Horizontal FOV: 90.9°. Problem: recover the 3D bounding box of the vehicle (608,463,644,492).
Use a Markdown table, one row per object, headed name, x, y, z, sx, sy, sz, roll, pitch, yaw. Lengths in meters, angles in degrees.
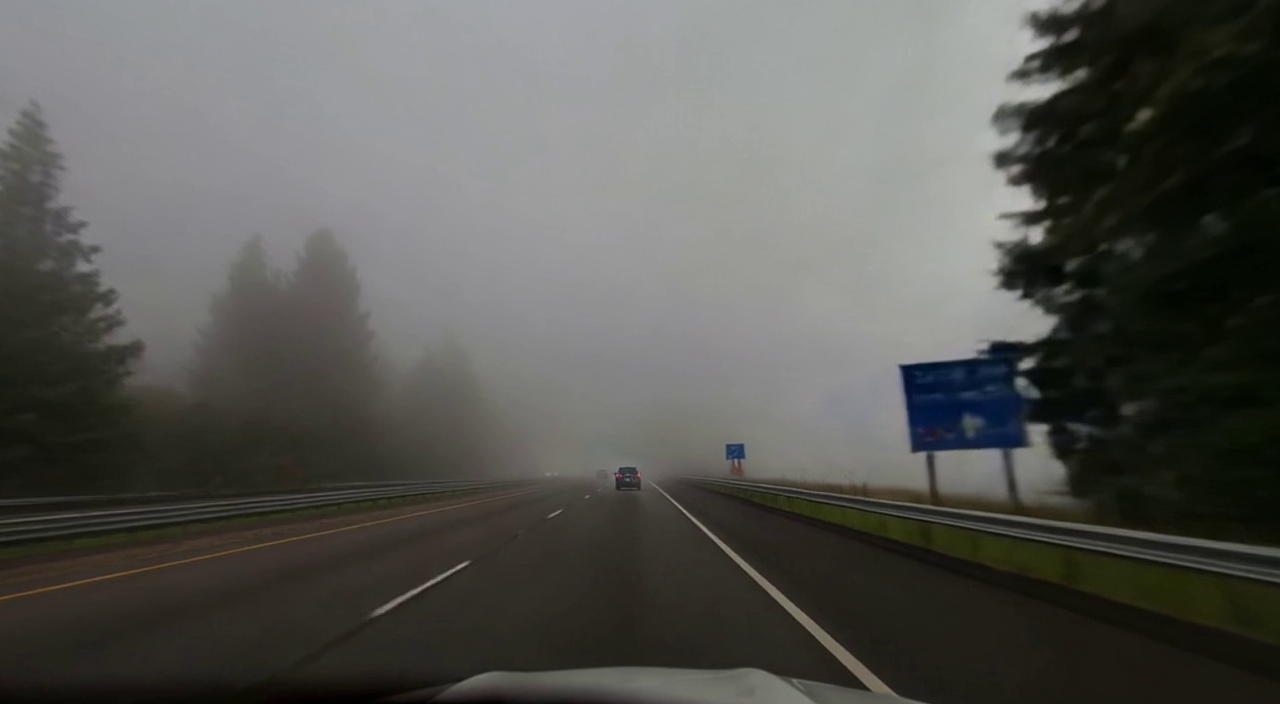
| name | x | y | z | sx | sy | sz | roll | pitch | yaw |
| --- | --- | --- | --- | --- | --- | --- | --- | --- | --- |
| vehicle | -0.852 | 7.924 | 40.010 | 2.107 | 1.668 | 4.554 | 1 | -11 | 0 |
